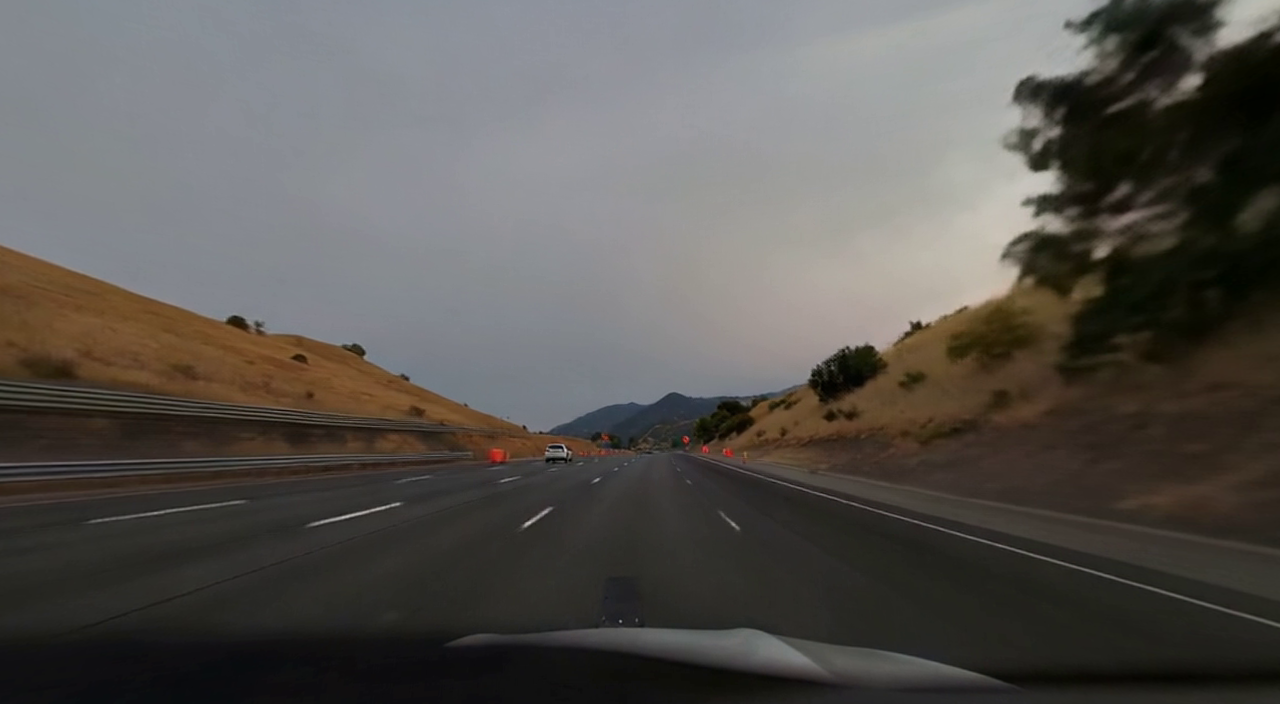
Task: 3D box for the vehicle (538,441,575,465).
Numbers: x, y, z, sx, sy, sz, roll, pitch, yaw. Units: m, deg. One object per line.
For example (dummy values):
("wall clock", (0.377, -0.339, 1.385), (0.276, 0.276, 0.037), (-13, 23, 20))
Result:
("vehicle", (-6.013, 7.350, 45.891), (2.042, 1.585, 4.162), (0, -9, 2))
